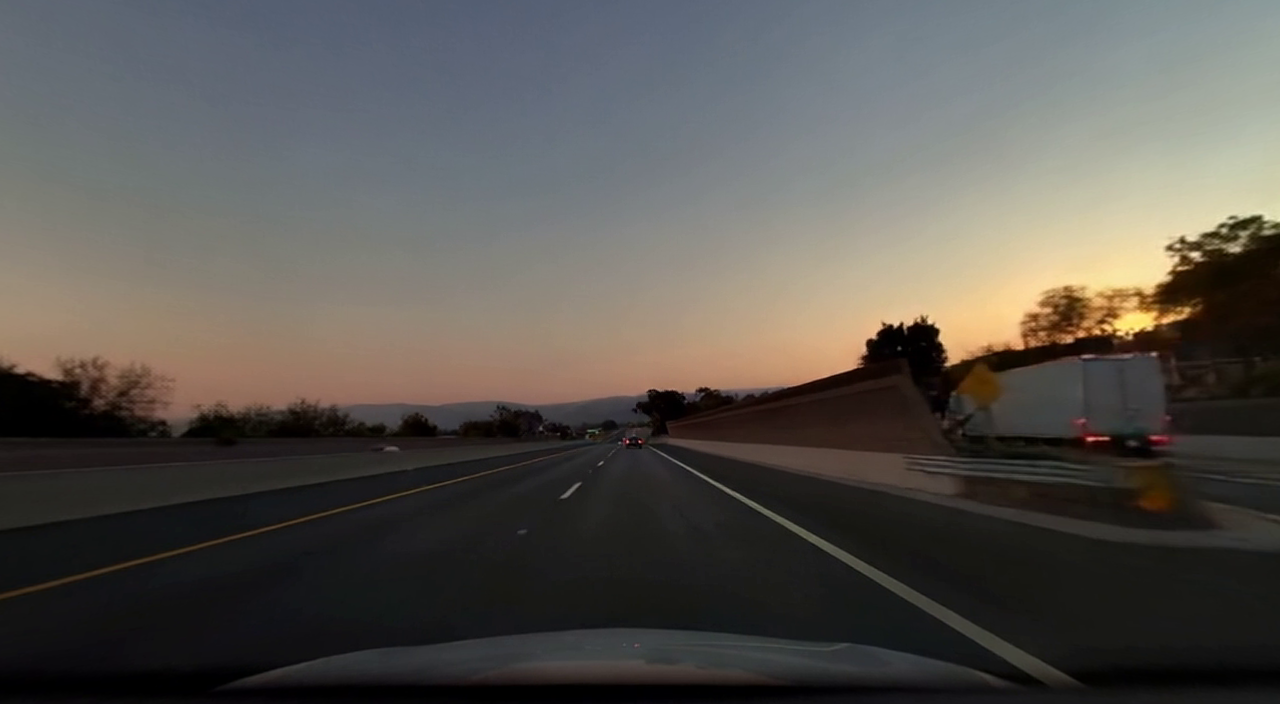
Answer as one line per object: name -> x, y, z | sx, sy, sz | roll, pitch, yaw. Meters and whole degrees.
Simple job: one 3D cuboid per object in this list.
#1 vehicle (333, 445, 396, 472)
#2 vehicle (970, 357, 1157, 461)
vehicle -> -16.392, 6.329, 37.772 | 1.792, 1.439, 4.421 | 0, -8, 0
vehicle -> 20.233, 3.170, 31.716 | 3.187, 4.063, 13.741 | -2, -8, 14
